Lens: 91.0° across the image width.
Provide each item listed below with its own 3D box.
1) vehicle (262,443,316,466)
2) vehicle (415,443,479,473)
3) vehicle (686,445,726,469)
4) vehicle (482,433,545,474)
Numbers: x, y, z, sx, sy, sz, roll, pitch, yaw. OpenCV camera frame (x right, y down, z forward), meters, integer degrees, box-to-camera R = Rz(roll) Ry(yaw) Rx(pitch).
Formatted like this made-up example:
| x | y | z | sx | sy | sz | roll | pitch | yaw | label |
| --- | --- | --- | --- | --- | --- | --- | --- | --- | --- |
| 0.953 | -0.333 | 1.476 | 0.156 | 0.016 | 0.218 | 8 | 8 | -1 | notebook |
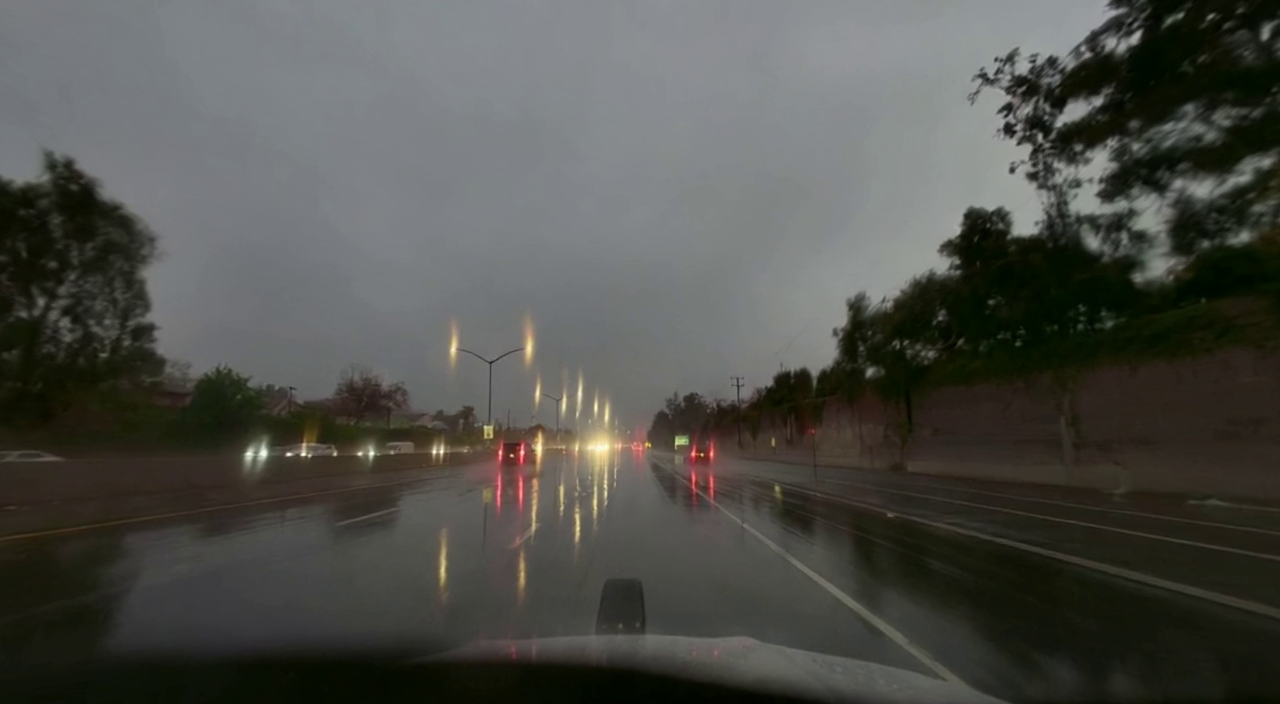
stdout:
| x | y | z | sx | sy | sz | roll | pitch | yaw | label |
| --- | --- | --- | --- | --- | --- | --- | --- | --- | --- |
| -23.100 | 6.725 | 41.579 | 1.527 | 1.415 | 3.464 | 1 | -9 | 0 | vehicle |
| -10.317 | 5.676 | 34.047 | 2.042 | 1.485 | 4.395 | 0 | -9 | 0 | vehicle |
| 4.484 | 7.226 | 43.386 | 2.251 | 1.520 | 4.550 | 1 | -9 | -1 | vehicle |
| -6.471 | 5.268 | 32.776 | 2.255 | 1.934 | 4.868 | 1 | -9 | 0 | vehicle |
